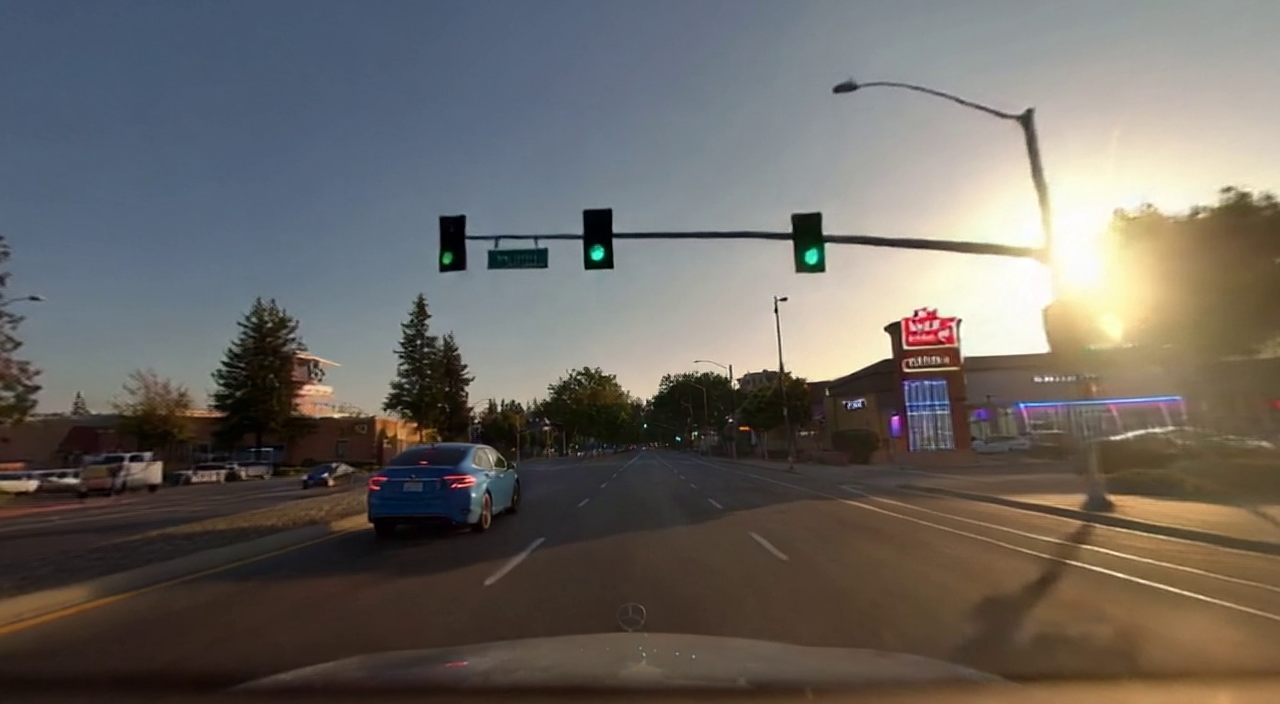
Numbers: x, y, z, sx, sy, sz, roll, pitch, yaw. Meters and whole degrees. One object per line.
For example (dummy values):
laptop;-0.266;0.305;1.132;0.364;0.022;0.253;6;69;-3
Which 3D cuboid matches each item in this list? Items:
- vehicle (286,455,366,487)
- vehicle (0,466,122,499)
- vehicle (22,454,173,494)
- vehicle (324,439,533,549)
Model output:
vehicle;-17.748;6.725;35.910;2.116;1.524;4.800;-4;-8;1
vehicle;-30.970;6.883;33.352;4.960;1.464;2.137;4;-9;-24
vehicle;-31.021;6.971;36.376;6.015;2.018;2.513;4;-9;-26
vehicle;-3.249;2.260;10.886;2.082;1.460;4.636;0;-8;-1
